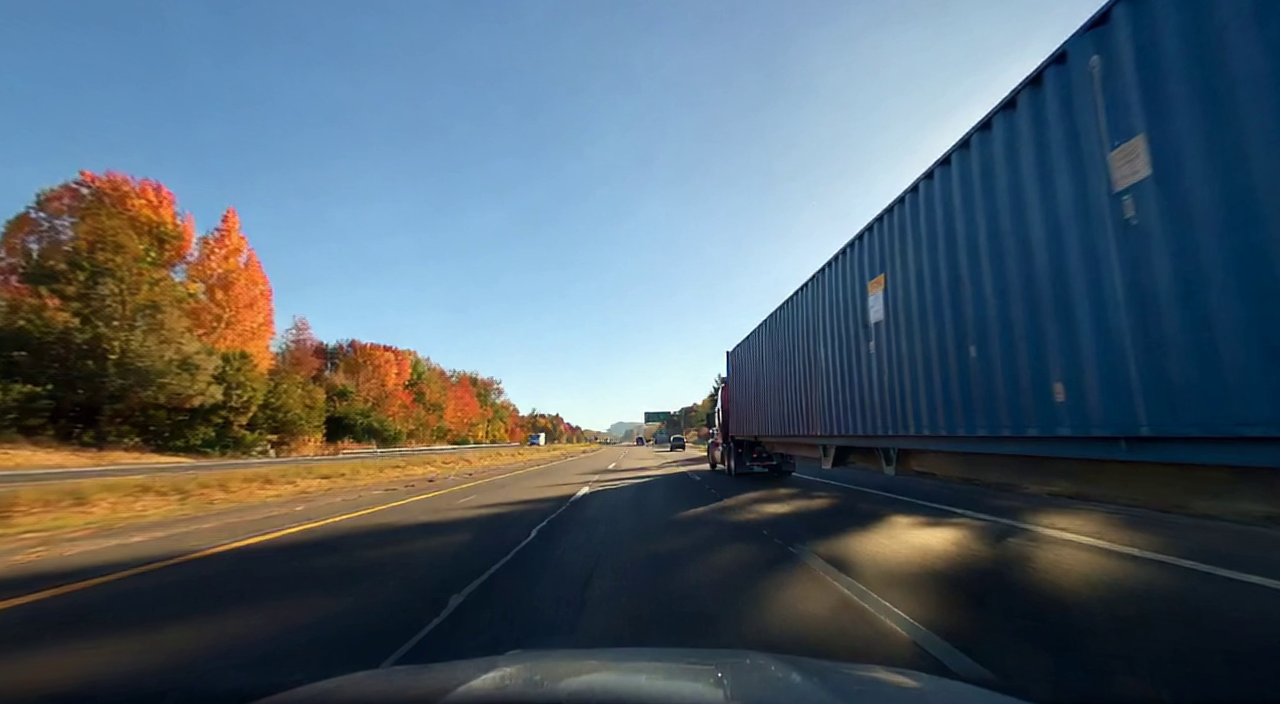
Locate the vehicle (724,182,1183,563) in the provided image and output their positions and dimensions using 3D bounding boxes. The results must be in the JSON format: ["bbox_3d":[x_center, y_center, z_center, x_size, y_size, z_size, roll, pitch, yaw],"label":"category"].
[{"bbox_3d":[4.035,1.056,13.033,2.903,4.003,13.046,0,-8,1],"label":"vehicle"}]
